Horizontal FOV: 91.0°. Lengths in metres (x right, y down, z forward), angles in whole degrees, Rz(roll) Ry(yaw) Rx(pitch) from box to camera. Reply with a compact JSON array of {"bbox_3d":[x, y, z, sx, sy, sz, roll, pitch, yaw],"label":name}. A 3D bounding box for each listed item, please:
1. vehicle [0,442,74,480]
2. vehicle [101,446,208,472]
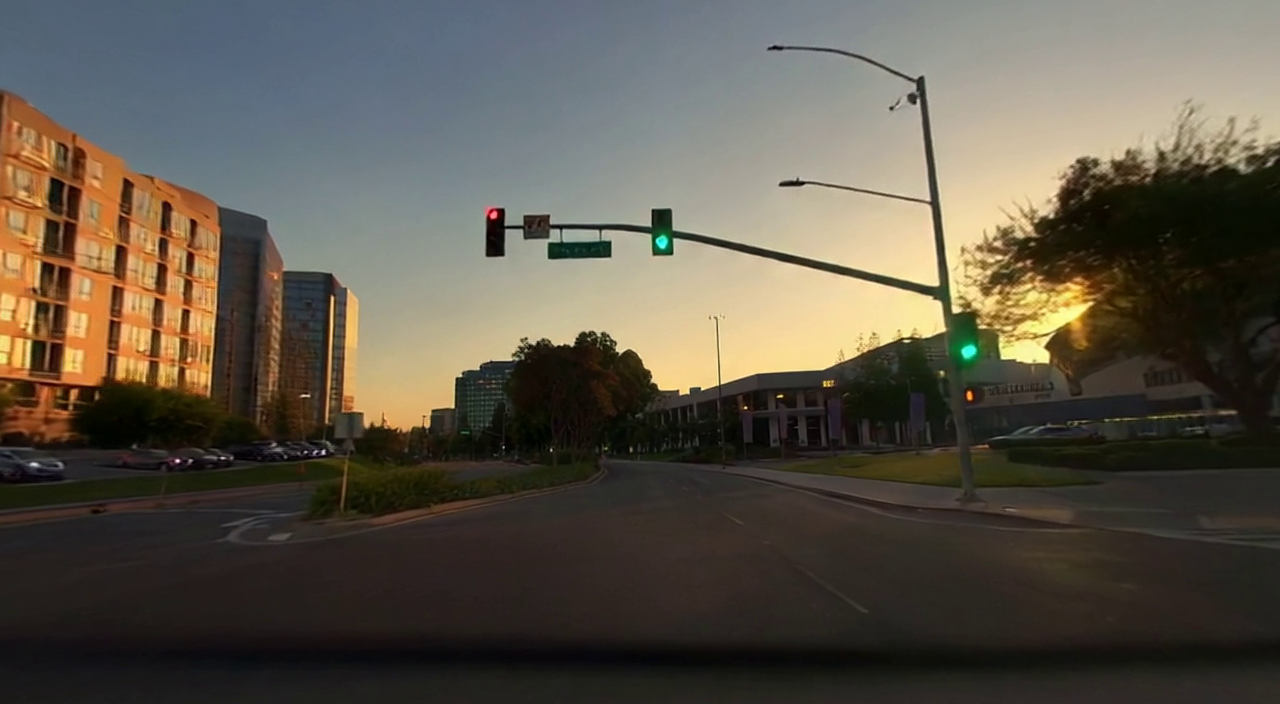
[{"bbox_3d":[-29.222,4.984,28.990,4.371,1.671,2.009,0,-9,1],"label":"vehicle"},{"bbox_3d":[-28.938,6.407,37.634,4.652,1.489,1.992,0,-9,-2],"label":"vehicle"}]
